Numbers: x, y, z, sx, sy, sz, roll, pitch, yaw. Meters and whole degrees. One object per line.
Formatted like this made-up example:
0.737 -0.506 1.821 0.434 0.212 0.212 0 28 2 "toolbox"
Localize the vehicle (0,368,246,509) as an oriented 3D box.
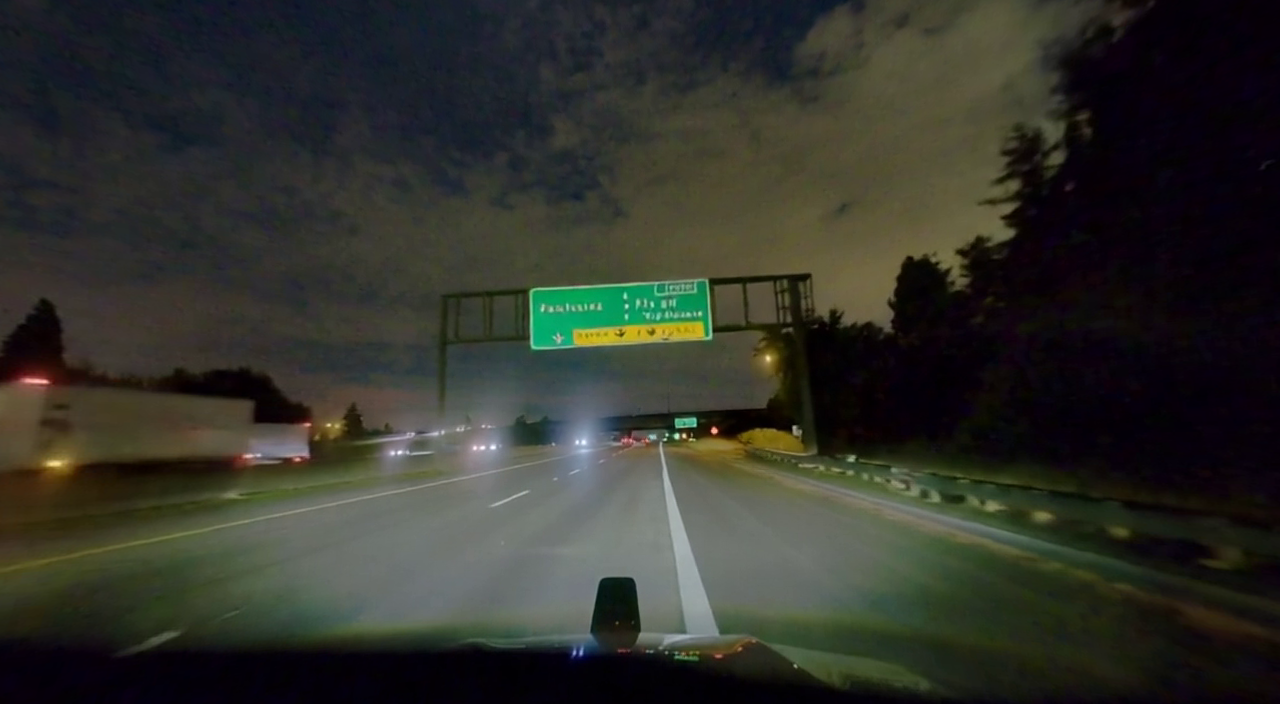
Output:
-16.757 2.543 18.416 3.161 3.320 10.997 0 -8 1 "vehicle"
